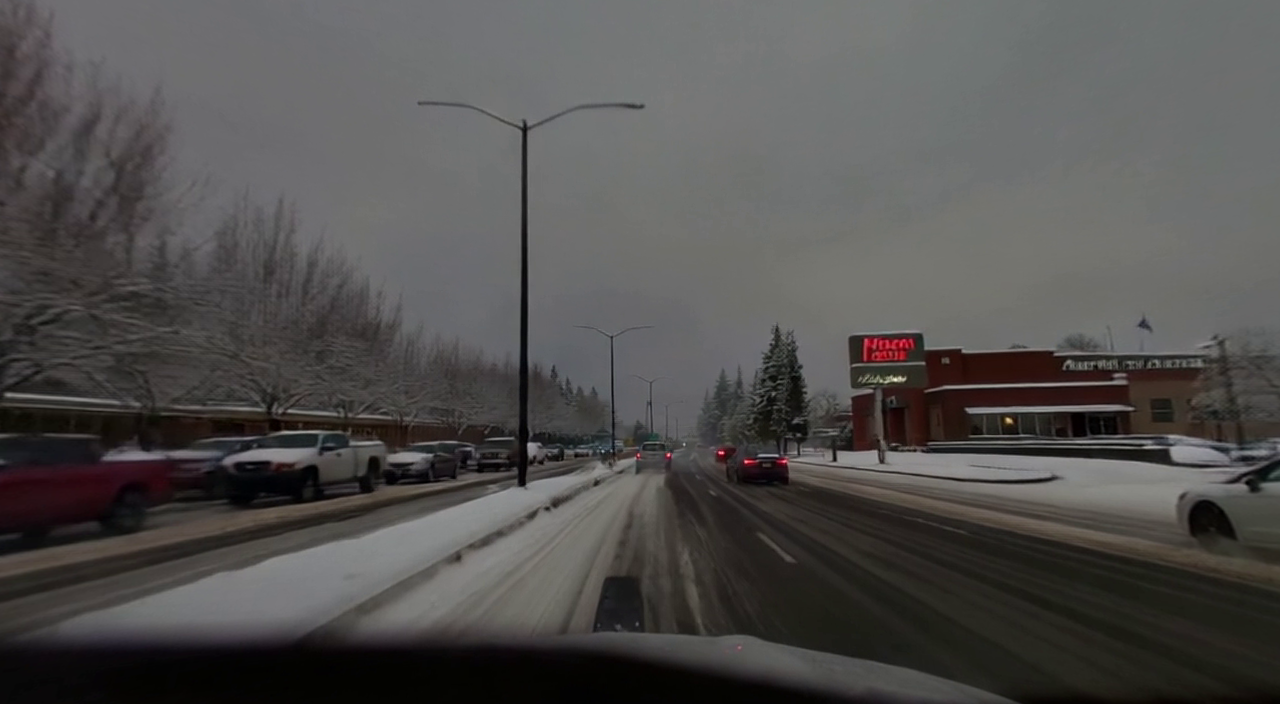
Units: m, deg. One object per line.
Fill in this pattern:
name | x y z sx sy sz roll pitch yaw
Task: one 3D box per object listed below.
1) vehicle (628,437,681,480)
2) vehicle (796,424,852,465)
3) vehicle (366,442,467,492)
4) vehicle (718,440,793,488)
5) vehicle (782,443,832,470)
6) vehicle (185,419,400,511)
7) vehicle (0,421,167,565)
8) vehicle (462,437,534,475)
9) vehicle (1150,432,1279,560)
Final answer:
vehicle | 0.660 4.596 27.465 2.101 1.694 3.979 -1 -9 2
vehicle | 13.837 7.038 47.974 2.790 2.897 6.326 -1 -9 5
vehicle | -8.282 4.257 23.983 1.920 1.590 5.041 -3 -8 1
vehicle | 3.852 3.809 21.753 1.852 1.498 3.825 0 -9 0
vehicle | 9.744 6.126 37.250 1.860 1.475 4.488 -1 -9 2
vehicle | -8.547 2.842 16.381 2.460 1.970 5.271 0 -9 1
vehicle | -8.775 1.719 7.700 2.183 1.706 4.862 0 -9 1
vehicle | -7.485 5.556 33.924 2.218 1.819 5.732 -1 -9 3
vehicle | 8.289 1.566 6.693 1.909 1.456 4.569 0 -9 0
